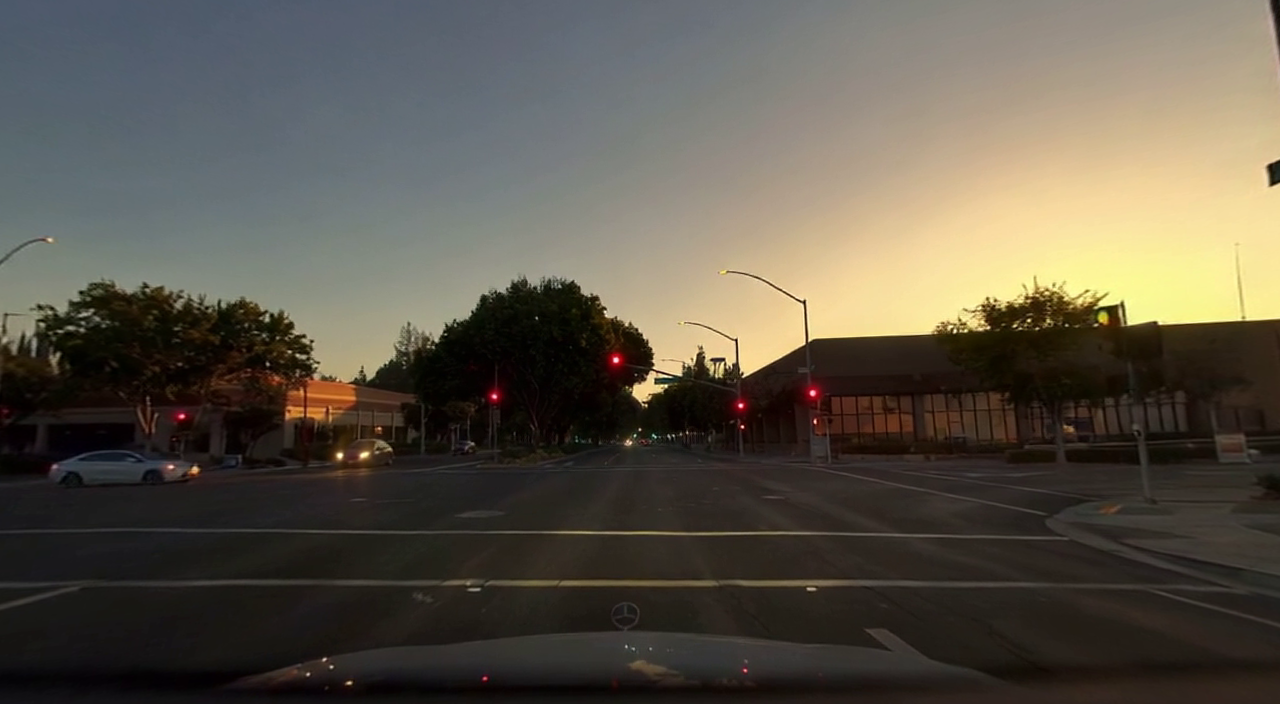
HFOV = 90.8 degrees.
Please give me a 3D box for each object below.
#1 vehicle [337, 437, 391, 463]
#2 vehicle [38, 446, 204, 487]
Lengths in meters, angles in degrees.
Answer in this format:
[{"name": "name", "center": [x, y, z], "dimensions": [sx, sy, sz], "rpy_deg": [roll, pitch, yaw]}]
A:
[{"name": "vehicle", "center": [-21.592, 7.712, 49.695], "dimensions": [2.093, 1.891, 4.774], "rpy_deg": [0, -8, 0]}, {"name": "vehicle", "center": [-19.953, 4.395, 24.496], "dimensions": [4.500, 1.465, 1.936], "rpy_deg": [1, -9, -8]}]
